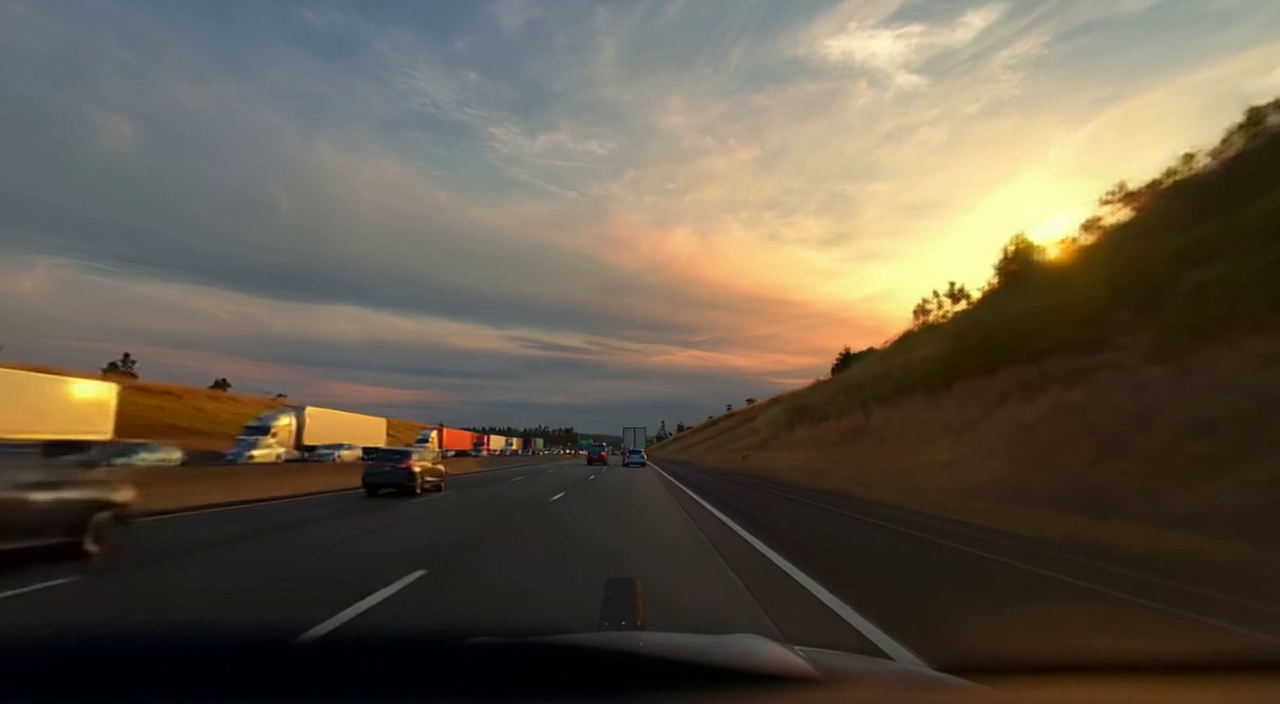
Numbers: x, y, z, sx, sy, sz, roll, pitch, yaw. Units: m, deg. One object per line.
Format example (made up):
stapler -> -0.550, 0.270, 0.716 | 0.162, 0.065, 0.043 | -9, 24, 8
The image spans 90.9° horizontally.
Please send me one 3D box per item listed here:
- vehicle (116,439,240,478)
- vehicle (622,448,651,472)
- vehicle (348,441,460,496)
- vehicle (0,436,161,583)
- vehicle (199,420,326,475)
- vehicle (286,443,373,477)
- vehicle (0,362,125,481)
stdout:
vehicle -> -19.263, 4.458, 26.554 | 1.989, 1.505, 4.352 | 0, -9, -1
vehicle -> -0.287, 7.795, 45.665 | 2.009, 1.657, 3.962 | 0, -9, -1
vehicle -> -7.714, 3.838, 21.150 | 2.004, 1.629, 4.506 | 0, -9, 0
vehicle -> -7.313, 1.536, 6.051 | 1.895, 1.446, 4.456 | 0, -9, 0
vehicle -> -19.444, 4.994, 33.026 | 2.599, 2.572, 6.600 | 0, -9, 0
vehicle -> -14.767, 5.153, 30.295 | 1.817, 1.508, 4.734 | 0, -9, -1
vehicle -> -23.686, 2.120, 20.007 | 2.846, 4.080, 14.228 | 0, -9, -1
